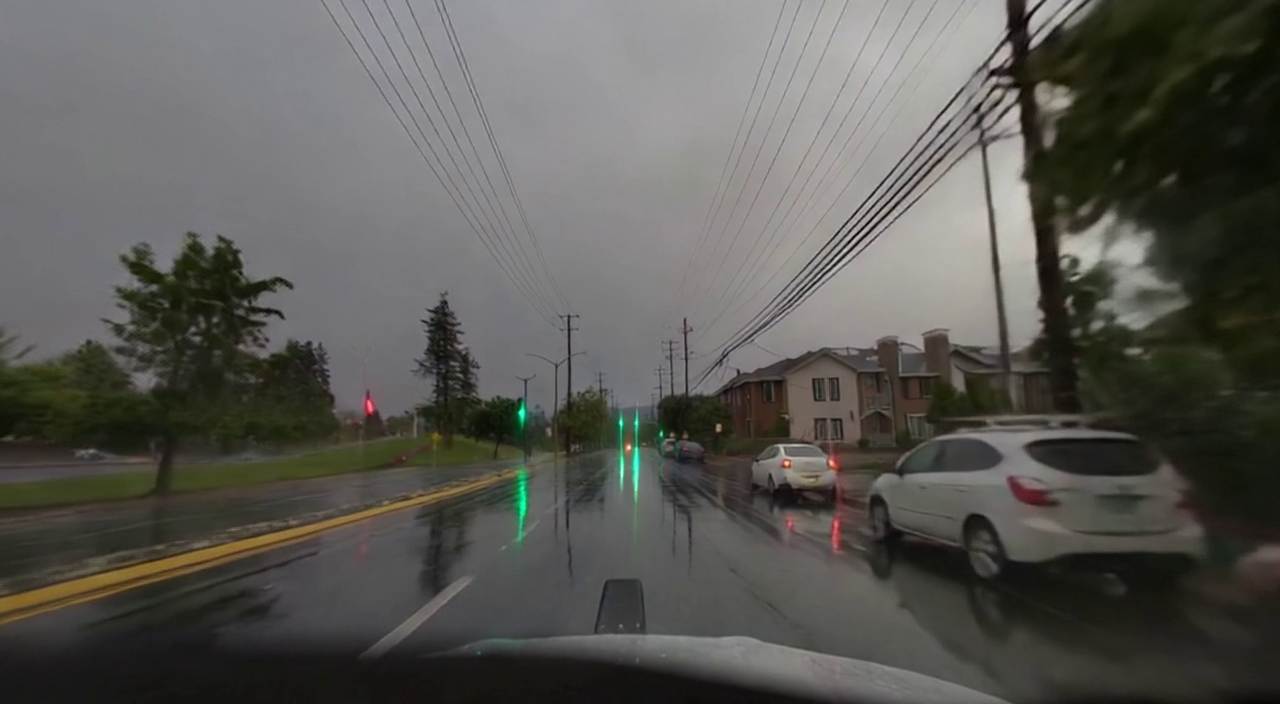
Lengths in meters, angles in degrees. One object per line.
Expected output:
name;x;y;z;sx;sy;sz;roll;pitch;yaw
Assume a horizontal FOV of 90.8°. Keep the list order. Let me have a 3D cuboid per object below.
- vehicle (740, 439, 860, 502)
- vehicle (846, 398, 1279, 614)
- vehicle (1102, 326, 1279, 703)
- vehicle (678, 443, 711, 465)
vehicle;4.041;3.072;16.855;1.994;1.422;4.595;0;-9;0
vehicle;4.057;1.500;7.073;1.898;1.625;4.414;0;-9;-1
vehicle;4.088;0.589;1.467;2.062;1.880;5.178;0;-9;0
vehicle;3.789;7.194;44.830;1.785;1.441;4.458;0;-9;-2
